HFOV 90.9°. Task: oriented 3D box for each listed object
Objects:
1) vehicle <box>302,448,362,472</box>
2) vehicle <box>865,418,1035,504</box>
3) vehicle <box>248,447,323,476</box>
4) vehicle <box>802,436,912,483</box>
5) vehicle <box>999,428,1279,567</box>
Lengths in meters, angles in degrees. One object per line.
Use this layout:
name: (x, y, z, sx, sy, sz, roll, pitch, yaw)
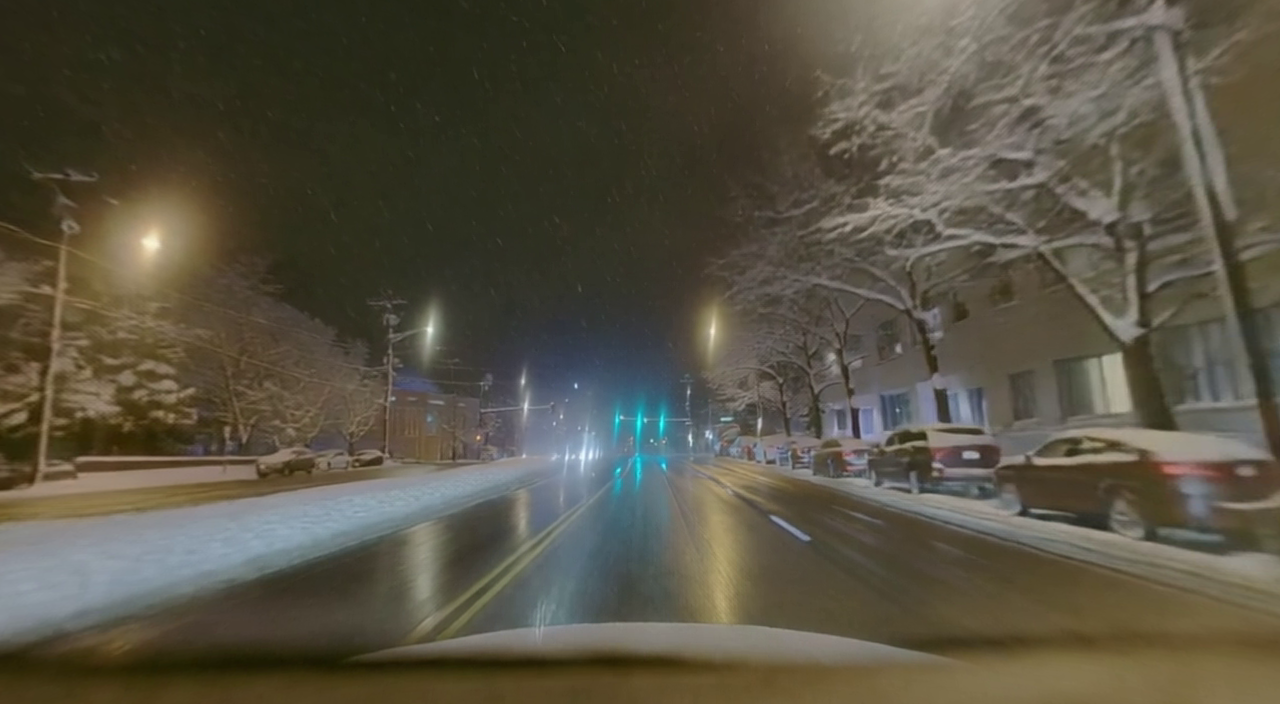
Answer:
vehicle: (-21.621, 7.545, 44.503, 1.909, 1.495, 4.786, -1, -8, 0)
vehicle: (7.491, 2.677, 15.915, 1.908, 1.833, 4.711, 0, -8, 1)
vehicle: (-21.779, 6.704, 38.986, 1.968, 1.615, 4.591, 0, -8, 1)
vehicle: (7.507, 3.757, 22.466, 2.196, 1.471, 4.999, 0, -8, 0)
vehicle: (7.537, 1.907, 9.187, 1.834, 1.494, 4.633, 0, -8, 0)
